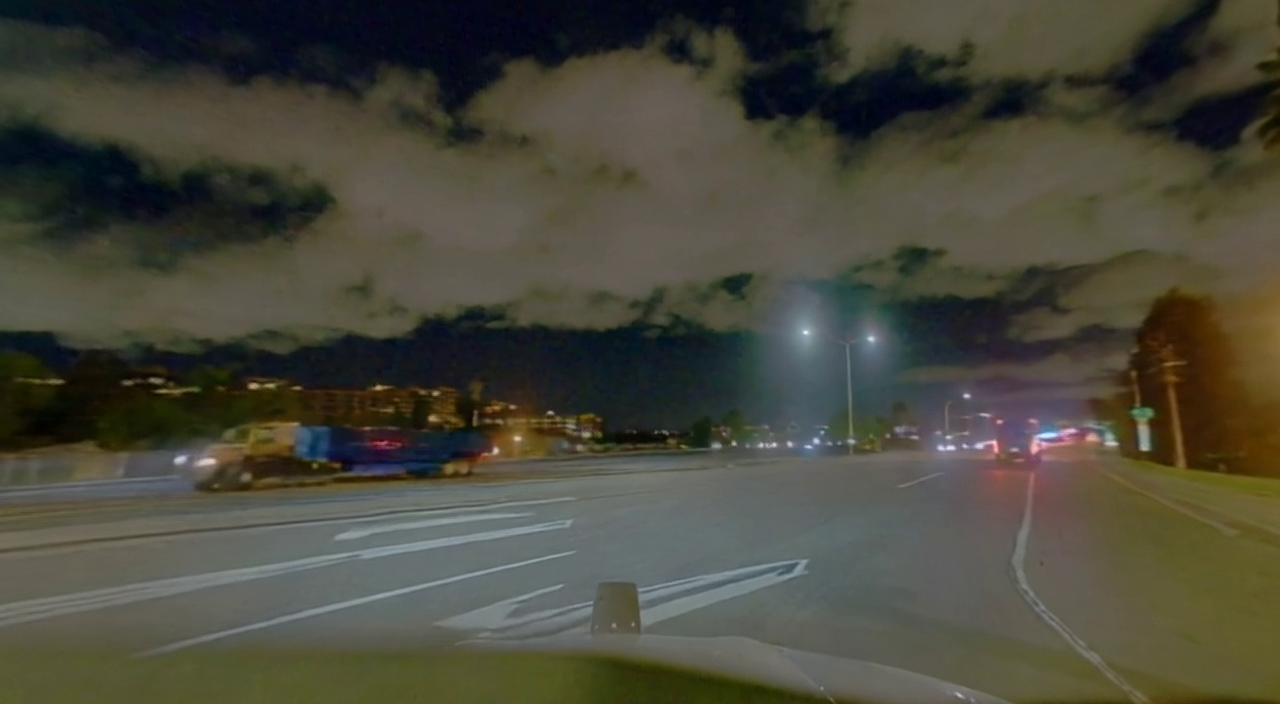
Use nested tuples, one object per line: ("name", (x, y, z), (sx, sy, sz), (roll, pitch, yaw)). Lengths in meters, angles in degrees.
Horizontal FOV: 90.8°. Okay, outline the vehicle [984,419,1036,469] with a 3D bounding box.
("vehicle", (23.999, 5.950, 40.899), (2.606, 3.020, 4.180), (-5, -10, 31))
